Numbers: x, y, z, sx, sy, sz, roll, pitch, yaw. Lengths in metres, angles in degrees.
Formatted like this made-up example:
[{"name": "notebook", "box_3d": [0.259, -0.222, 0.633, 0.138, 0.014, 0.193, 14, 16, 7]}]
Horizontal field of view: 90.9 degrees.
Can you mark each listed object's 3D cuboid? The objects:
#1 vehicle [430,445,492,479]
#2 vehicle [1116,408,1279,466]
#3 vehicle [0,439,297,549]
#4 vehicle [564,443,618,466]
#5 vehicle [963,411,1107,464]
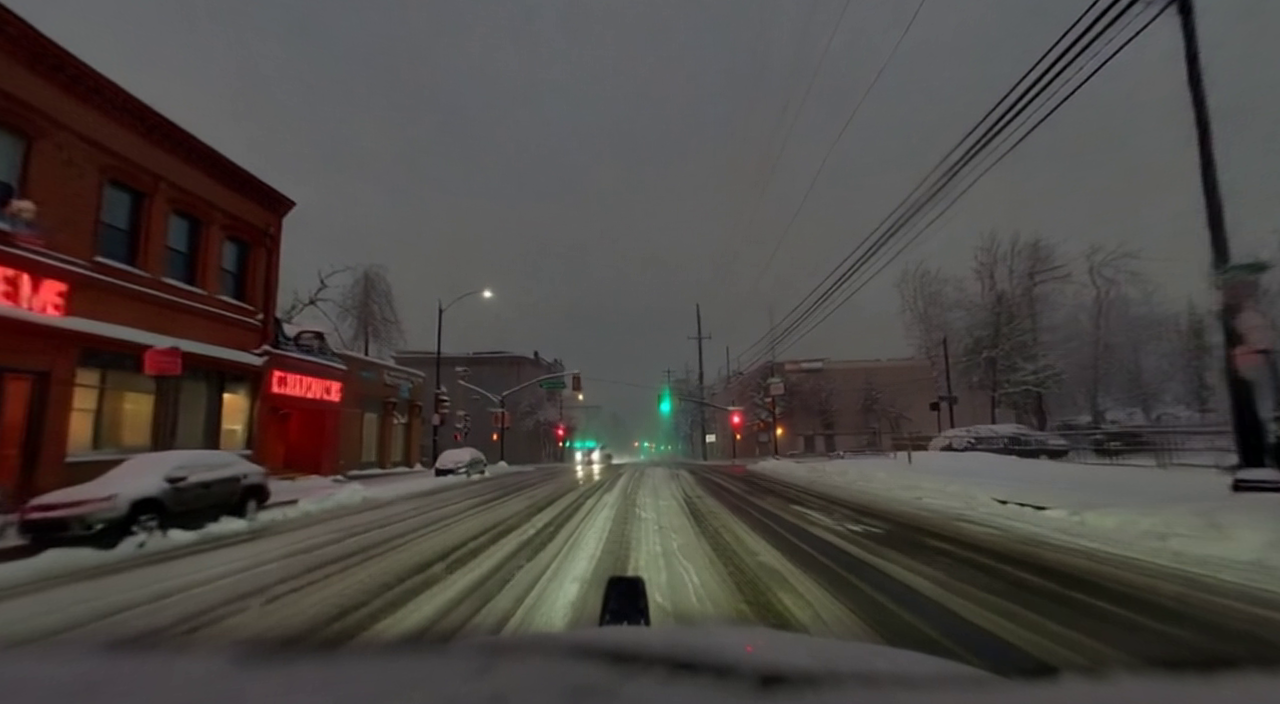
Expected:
[{"name": "vehicle", "box_3d": [-8.995, 5.539, 32.074, 1.908, 1.529, 4.522, 0, -8, -1]}, {"name": "vehicle", "box_3d": [21.042, 3.258, 24.051, 2.186, 2.009, 4.451, 0, -8, -1]}, {"name": "vehicle", "box_3d": [-8.789, 2.462, 11.828, 1.961, 1.627, 4.634, -1, -8, 2]}, {"name": "vehicle", "box_3d": [-3.348, 7.078, 43.823, 1.984, 1.489, 4.515, -4, -9, 21]}, {"name": "vehicle", "box_3d": [15.269, 3.387, 24.853, 2.180, 1.848, 5.417, -1, -8, 1]}]
